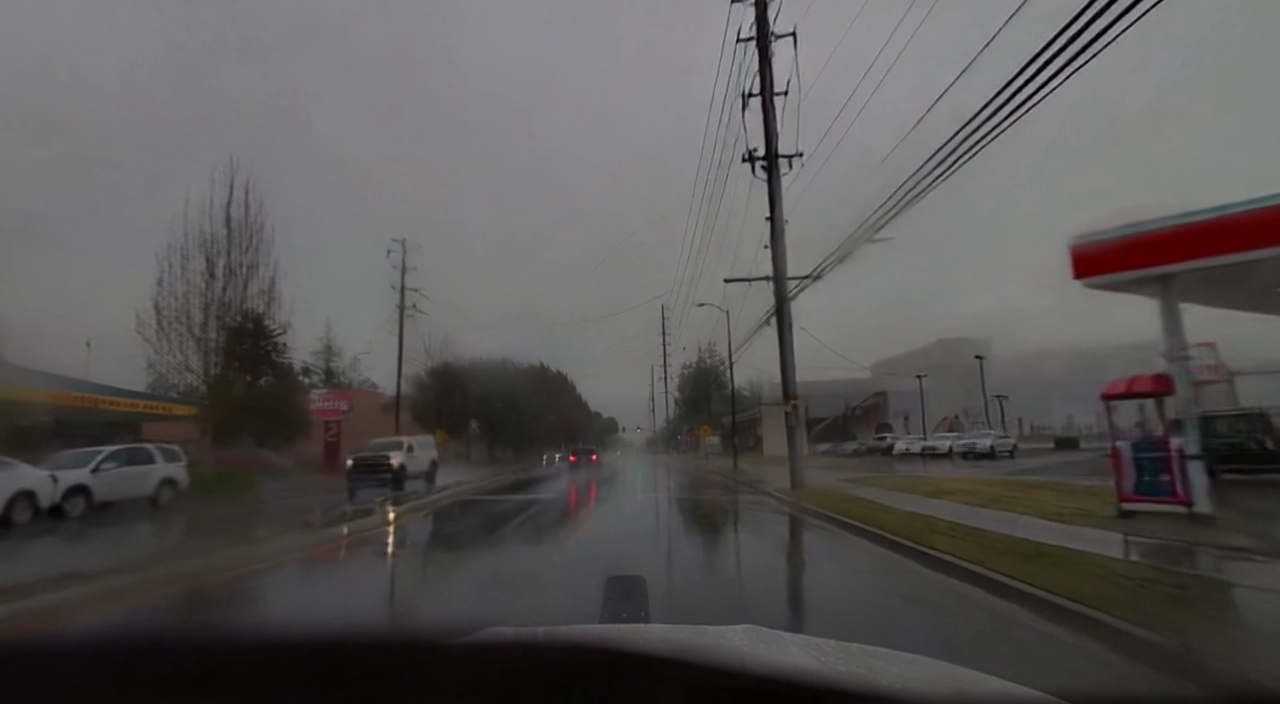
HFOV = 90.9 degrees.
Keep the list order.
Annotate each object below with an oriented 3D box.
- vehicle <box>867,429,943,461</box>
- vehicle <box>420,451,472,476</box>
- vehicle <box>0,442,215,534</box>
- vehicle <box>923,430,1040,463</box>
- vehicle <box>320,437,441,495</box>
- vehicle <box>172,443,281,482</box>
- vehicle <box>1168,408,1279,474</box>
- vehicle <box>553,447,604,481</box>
[{"bbox_3d":[17.956,6.297,43.016,2.020,1.972,4.983,3,-8,-17],"label":"vehicle"},{"bbox_3d":[-13.573,7.803,44.340,2.091,1.538,4.451,-1,-8,2],"label":"vehicle"},{"bbox_3d":[-14.811,3.611,17.552,2.353,2.144,4.847,-1,-8,3],"label":"vehicle"},{"bbox_3d":[17.838,4.954,33.103,4.943,1.646,2.072,0,-8,-1],"label":"vehicle"},{"bbox_3d":[-10.141,4.467,25.242,2.437,2.069,5.159,-1,-8,3],"label":"vehicle"},{"bbox_3d":[-23.152,6.196,35.447,4.657,1.806,2.132,-3,-9,-1],"label":"vehicle"},{"bbox_3d":[17.388,2.454,17.347,1.902,1.662,4.615,-1,-8,4],"label":"vehicle"},{"bbox_3d":[-2.926,5.415,30.827,2.073,1.525,3.968,0,-8,0],"label":"vehicle"}]
